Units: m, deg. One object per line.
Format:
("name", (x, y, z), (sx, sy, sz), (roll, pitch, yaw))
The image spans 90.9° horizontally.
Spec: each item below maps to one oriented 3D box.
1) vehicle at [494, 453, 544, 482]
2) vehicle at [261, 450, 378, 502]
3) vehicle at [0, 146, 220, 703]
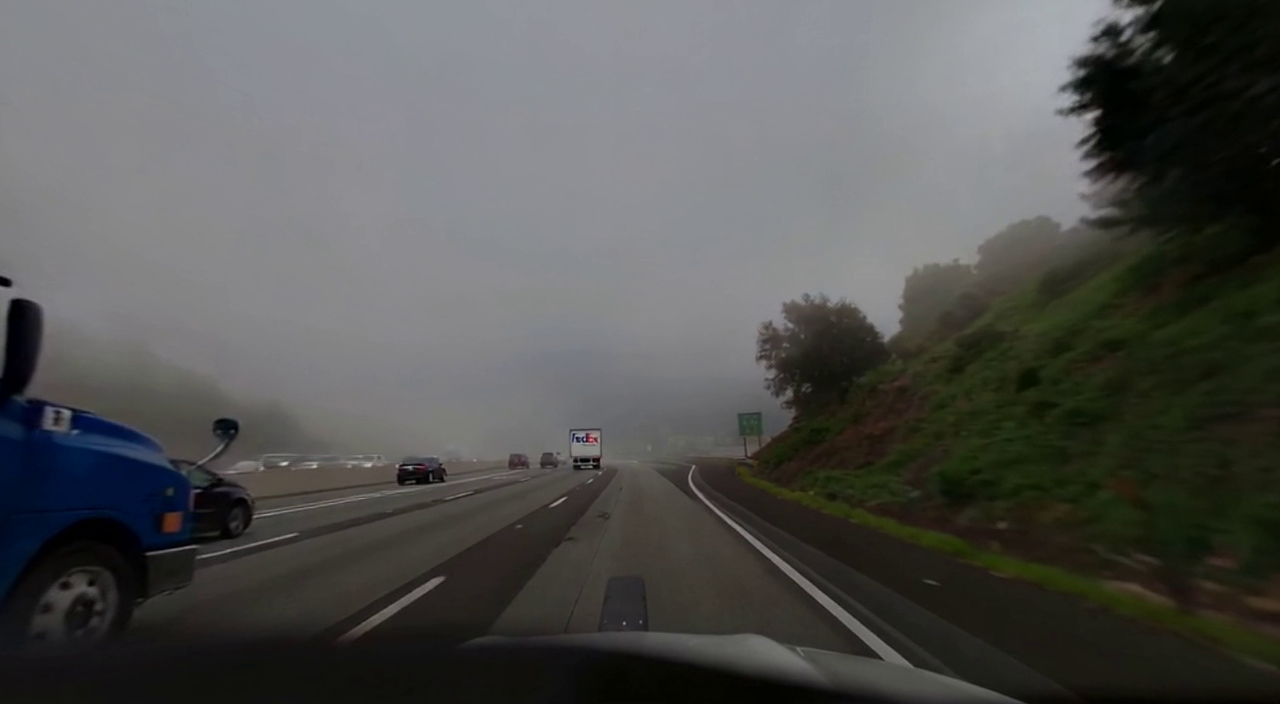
("vehicle", (-7.829, 7.475, 41.242), (2.294, 1.710, 4.436), (1, -9, 1))
("vehicle", (-11.664, 4.495, 23.379), (1.931, 1.692, 4.443), (0, -9, 1))
("vehicle", (-4.251, 0.202, 1.524), (2.318, 2.834, 5.910), (0, -9, 0))
